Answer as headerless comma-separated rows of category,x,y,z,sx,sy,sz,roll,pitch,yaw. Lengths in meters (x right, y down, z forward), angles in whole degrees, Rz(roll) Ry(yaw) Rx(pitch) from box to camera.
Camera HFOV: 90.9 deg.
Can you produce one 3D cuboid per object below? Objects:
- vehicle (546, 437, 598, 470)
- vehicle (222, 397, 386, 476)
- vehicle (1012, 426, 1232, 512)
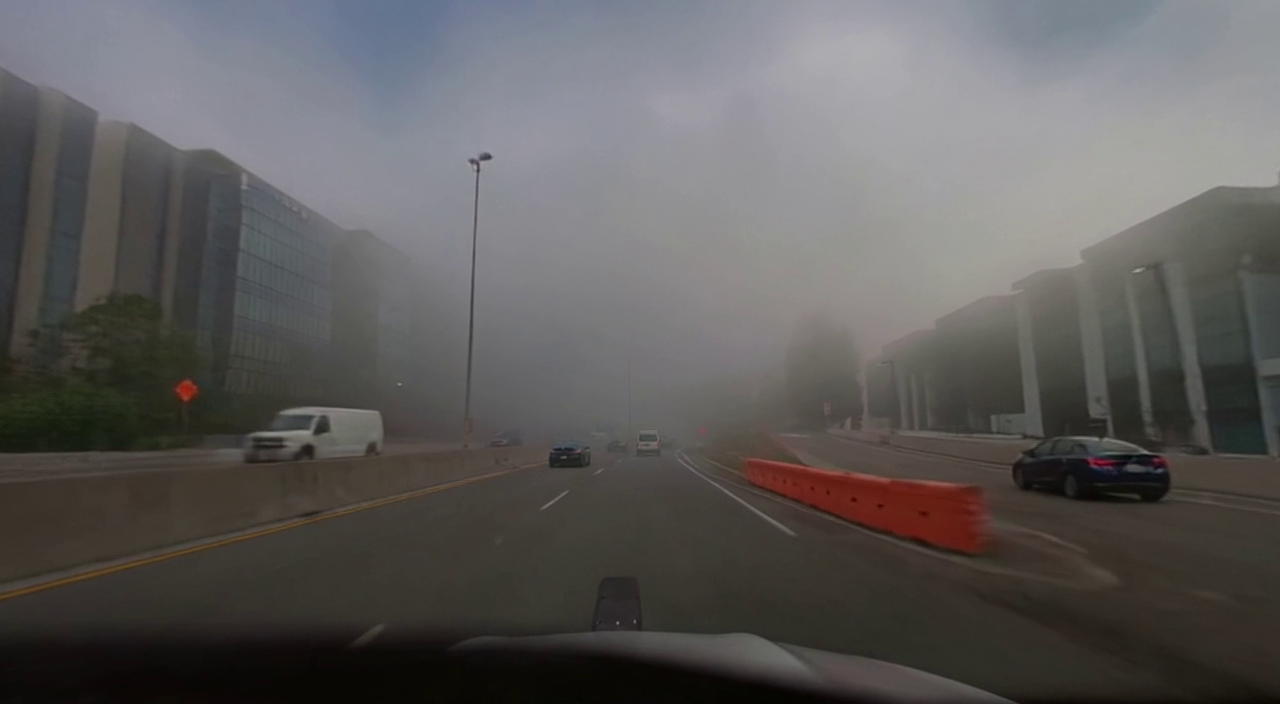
vehicle,-3.124,4.733,29.650,1.848,1.406,4.013,0,-8,3
vehicle,-13.172,3.446,25.645,2.297,2.733,7.664,0,-8,1
vehicle,9.610,2.329,13.002,1.913,1.499,3.581,-1,-8,6
